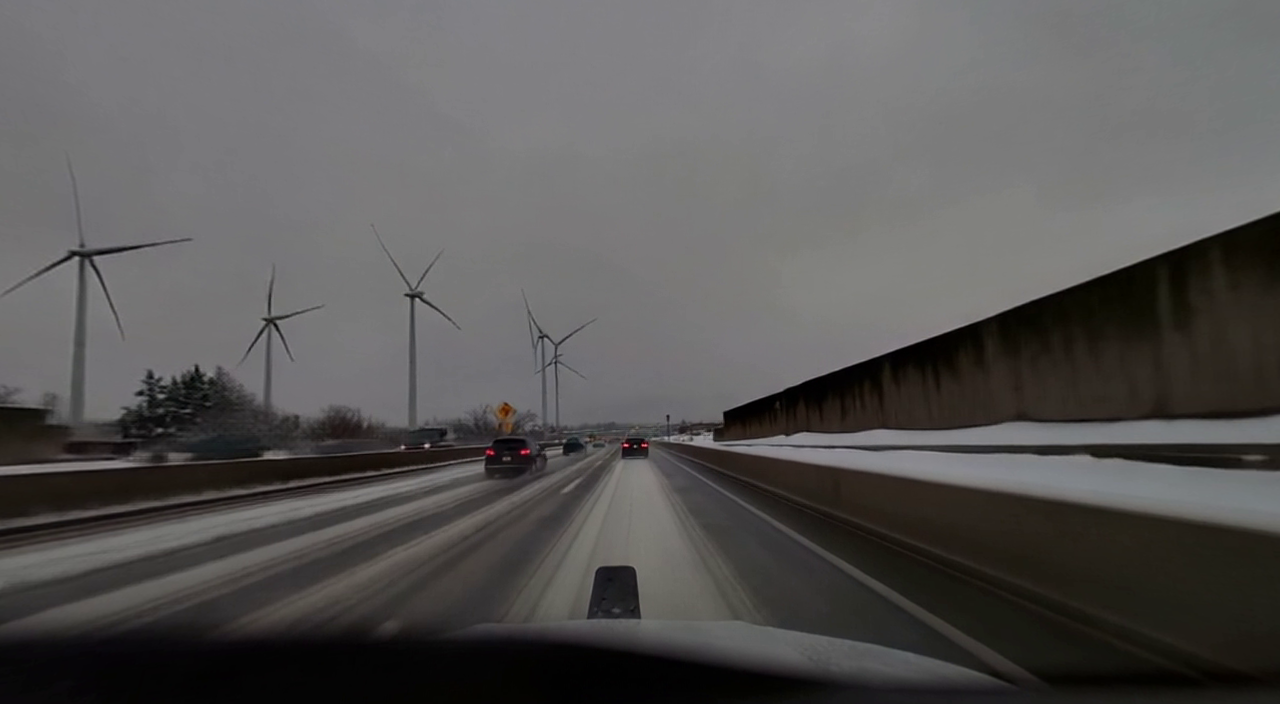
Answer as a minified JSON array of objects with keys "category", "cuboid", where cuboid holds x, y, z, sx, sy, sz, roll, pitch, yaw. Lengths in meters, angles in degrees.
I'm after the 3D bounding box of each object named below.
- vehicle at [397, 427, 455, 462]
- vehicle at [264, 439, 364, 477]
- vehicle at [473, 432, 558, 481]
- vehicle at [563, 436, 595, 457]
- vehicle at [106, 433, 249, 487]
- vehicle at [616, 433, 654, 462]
[{"category":"vehicle","cuboid":[-13.917,6.024,41.260,2.055,2.120,5.013,0,-8,0]},{"category":"vehicle","cuboid":[-13.687,4.442,26.740,2.102,1.424,4.011,0,-8,-1]},{"category":"vehicle","cuboid":[-4.144,3.548,21.822,1.998,1.468,4.635,0,-8,0]},{"category":"vehicle","cuboid":[-4.454,6.923,46.416,2.059,1.436,3.802,0,-8,-1]},{"category":"vehicle","cuboid":[-17.955,4.162,24.840,2.109,1.898,4.672,0,-8,-1]},{"category":"vehicle","cuboid":[-0.287,5.299,35.153,2.027,1.550,3.607,0,-8,-1]}]
